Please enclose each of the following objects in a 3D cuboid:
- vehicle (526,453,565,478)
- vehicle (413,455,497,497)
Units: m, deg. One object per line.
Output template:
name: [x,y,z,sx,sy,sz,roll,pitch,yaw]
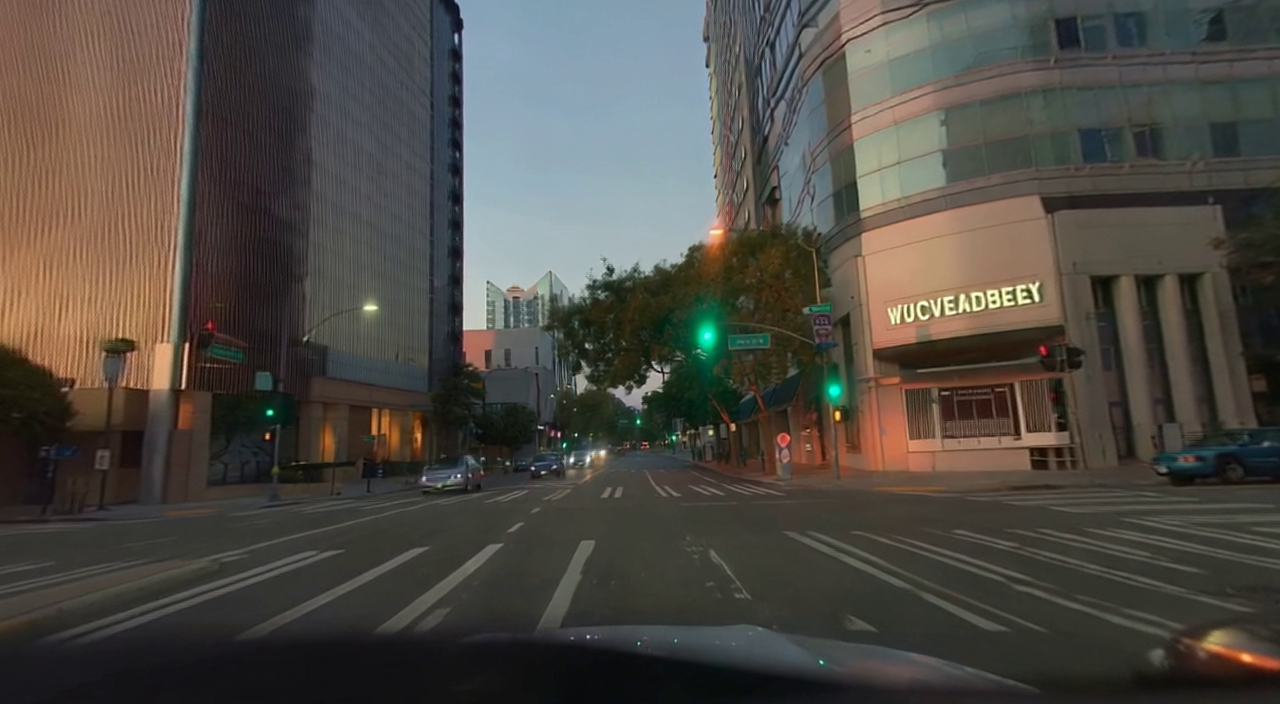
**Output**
vehicle: [-6.349,7.659,42.903,1.897,1.537,3.770,-1,-9,3]
vehicle: [-7.273,4.903,25.326,1.893,1.451,4.276,-1,-9,3]
